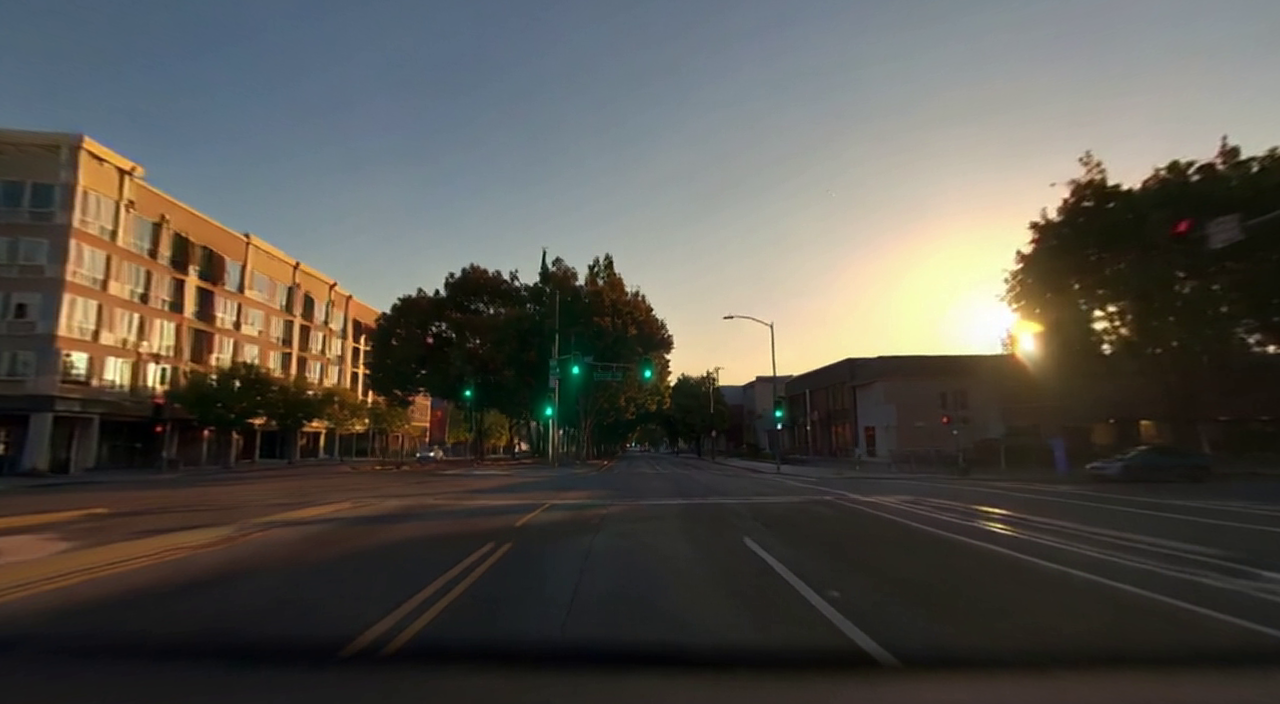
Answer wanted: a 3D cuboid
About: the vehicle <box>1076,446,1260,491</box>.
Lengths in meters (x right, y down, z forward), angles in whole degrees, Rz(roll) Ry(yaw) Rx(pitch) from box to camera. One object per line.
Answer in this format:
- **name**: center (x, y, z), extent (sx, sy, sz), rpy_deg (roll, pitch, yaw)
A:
- **vehicle**: center (17.800, 3.935, 21.380), extent (4.583, 1.426, 1.892), rpy_deg (0, -9, -2)
